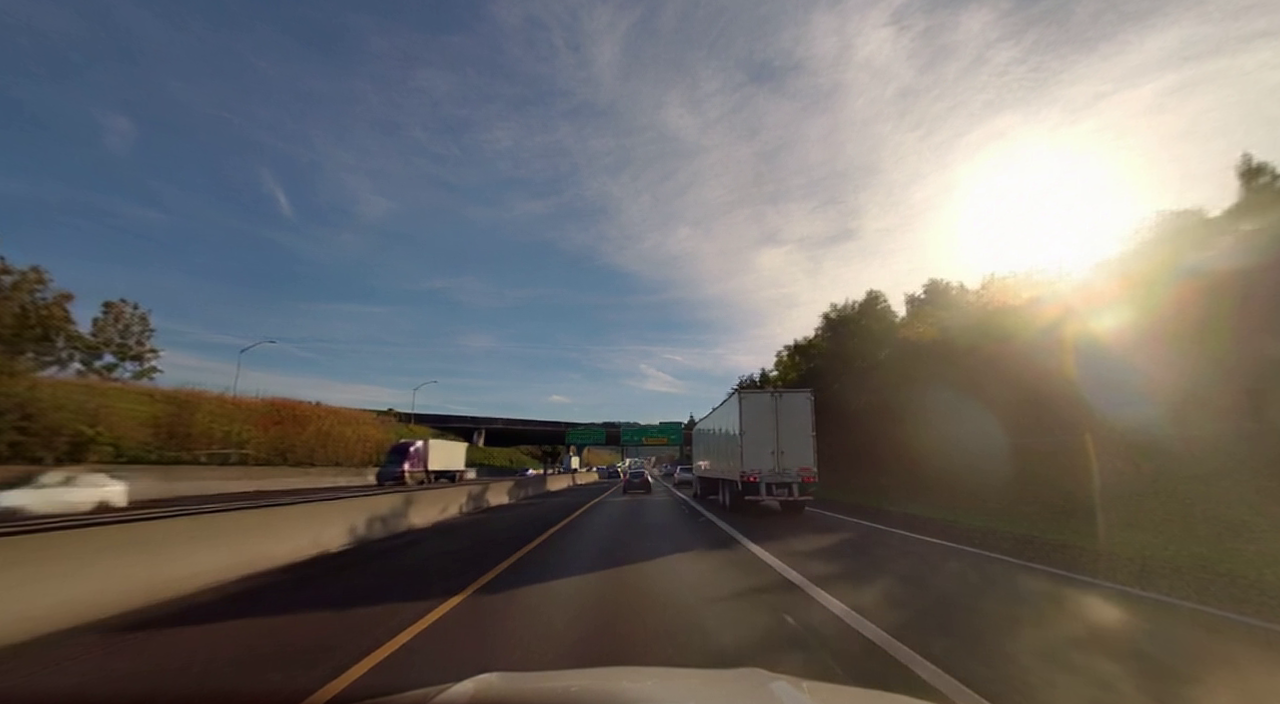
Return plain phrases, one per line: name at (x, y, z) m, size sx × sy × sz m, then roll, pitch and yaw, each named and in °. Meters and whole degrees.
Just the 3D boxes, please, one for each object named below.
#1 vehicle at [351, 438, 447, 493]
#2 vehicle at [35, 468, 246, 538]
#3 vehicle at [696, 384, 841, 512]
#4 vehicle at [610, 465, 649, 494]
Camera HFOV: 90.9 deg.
vehicle at (-15.678, 7.525, 41.844) m, size 2.912 × 3.234 × 8.258 m, roll 1°, pitch -10°, yaw 1°
vehicle at (-11.911, 3.590, 15.478) m, size 1.806 × 1.449 × 4.063 m, roll 1°, pitch -10°, yaw 0°
vehicle at (4.702, 4.325, 27.239) m, size 3.218 × 4.001 × 14.492 m, roll 1°, pitch -10°, yaw 0°
vehicle at (-0.541, 6.958, 34.516) m, size 2.010 × 1.436 × 3.973 m, roll 1°, pitch -10°, yaw 0°
